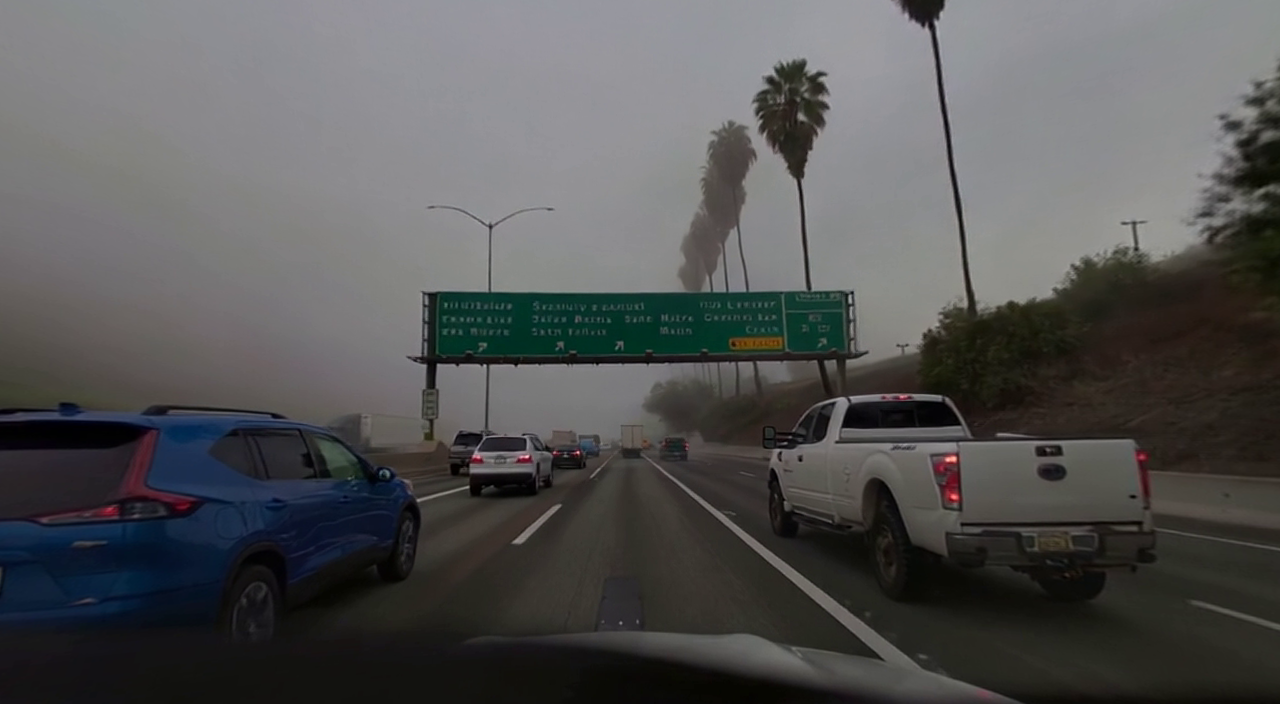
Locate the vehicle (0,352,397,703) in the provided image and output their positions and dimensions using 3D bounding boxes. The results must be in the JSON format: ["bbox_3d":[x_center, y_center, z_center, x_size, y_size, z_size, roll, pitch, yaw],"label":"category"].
[{"bbox_3d":[-3.212,1.075,3.767,1.885,1.654,4.103,0,-9,0],"label":"vehicle"}]

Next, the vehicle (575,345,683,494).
[{"bbox_3d":[-0.207,2.614,22.511,2.906,4.040,10.743,0,-9,1],"label":"vehicle"}]

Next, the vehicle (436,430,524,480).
[{"bbox_3d":[-6.863,4.491,27.865,2.344,1.954,5.579,0,-9,1],"label":"vehicle"}]

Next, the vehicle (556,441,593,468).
[{"bbox_3d":[-3.883,6.170,38.132,1.874,1.475,4.328,0,-9,-1],"label":"vehicle"}]

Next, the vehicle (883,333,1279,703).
[{"bbox_3d":[3.169,0.803,3.267,1.859,1.416,4.695,0,-9,-1],"label":"vehicle"}]
